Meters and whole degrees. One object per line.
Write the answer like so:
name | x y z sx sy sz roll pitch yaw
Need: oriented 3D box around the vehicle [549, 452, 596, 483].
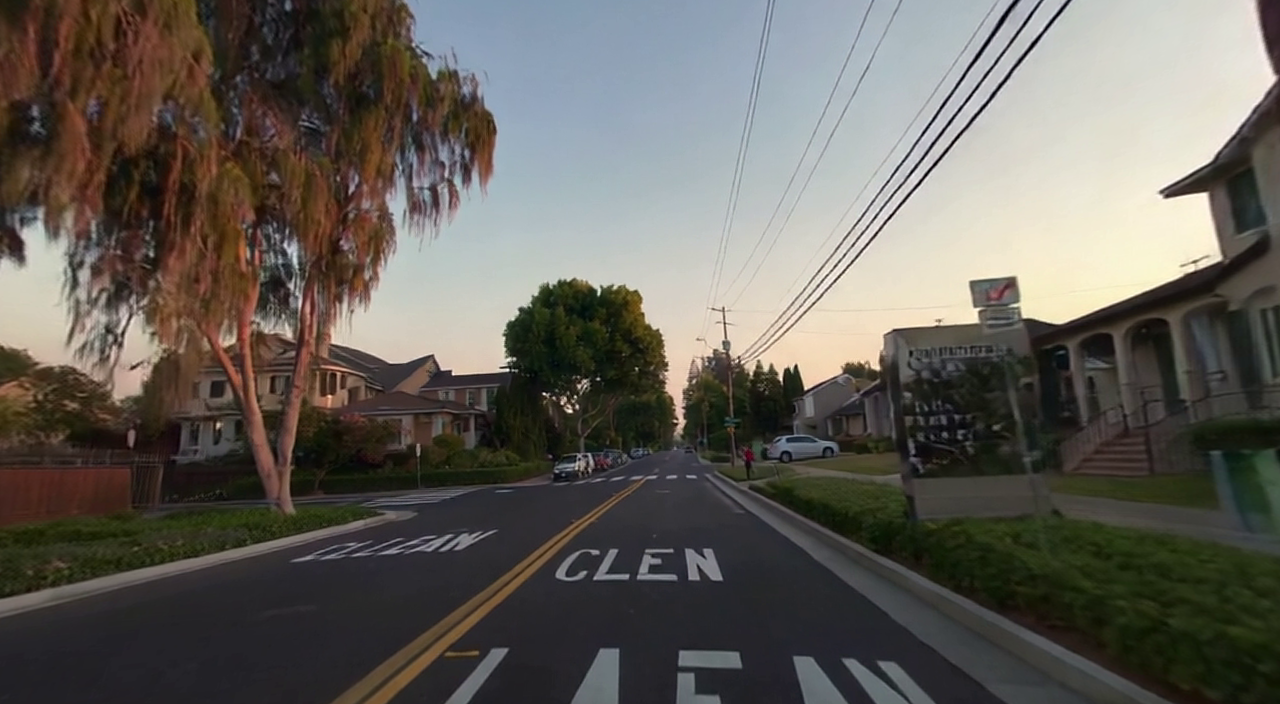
vehicle | -4.264 7.390 40.818 2.203 1.787 4.704 -1 -8 4
